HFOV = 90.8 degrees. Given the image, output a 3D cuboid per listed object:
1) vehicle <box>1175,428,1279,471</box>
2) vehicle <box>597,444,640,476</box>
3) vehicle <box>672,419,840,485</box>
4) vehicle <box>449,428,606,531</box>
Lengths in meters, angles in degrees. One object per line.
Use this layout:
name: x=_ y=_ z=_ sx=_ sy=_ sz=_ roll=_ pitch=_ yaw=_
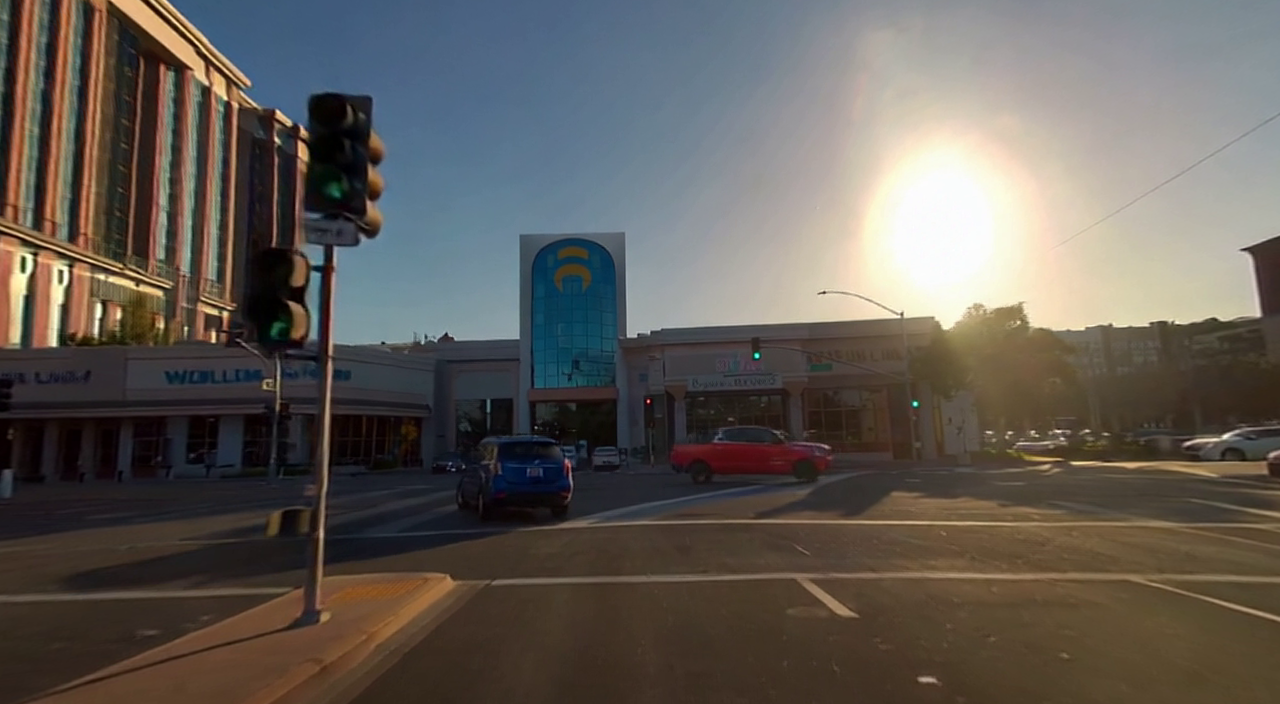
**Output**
vehicle: x=23.252 y=3.606 z=23.473 sx=5.079 sy=1.496 sz=1.876 roll=0 pitch=-9 yaw=-3
vehicle: x=-1.306 y=6.063 z=35.785 sx=2.142 sy=1.607 sz=4.733 roll=1 pitch=-9 yaw=-6
vehicle: x=4.260 y=3.831 z=24.372 sx=2.708 sy=2.200 sz=5.960 roll=7 pitch=-11 yaw=-38
vehicle: x=-2.578 y=2.595 z=13.510 sx=2.238 sy=1.762 sz=4.445 roll=4 pitch=-9 yaw=-24
